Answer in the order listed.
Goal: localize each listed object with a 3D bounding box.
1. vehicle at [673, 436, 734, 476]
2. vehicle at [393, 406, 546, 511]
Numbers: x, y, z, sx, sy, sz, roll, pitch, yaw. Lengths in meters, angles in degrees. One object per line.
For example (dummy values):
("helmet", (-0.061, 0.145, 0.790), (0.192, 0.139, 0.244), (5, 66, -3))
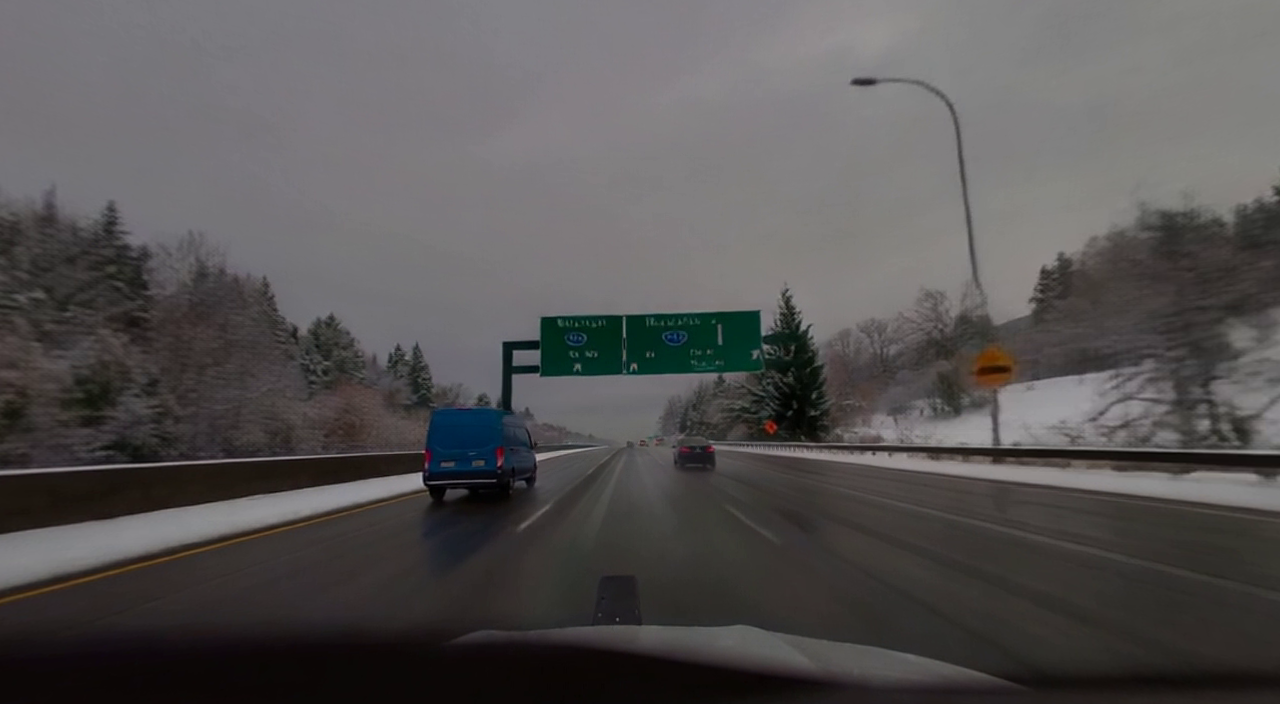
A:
("vehicle", (2.448, 4.110, 25.309), (2.020, 1.464, 3.803), (0, -8, 0))
("vehicle", (-3.750, 2.440, 15.072), (2.275, 2.053, 5.082), (0, -8, -1))
